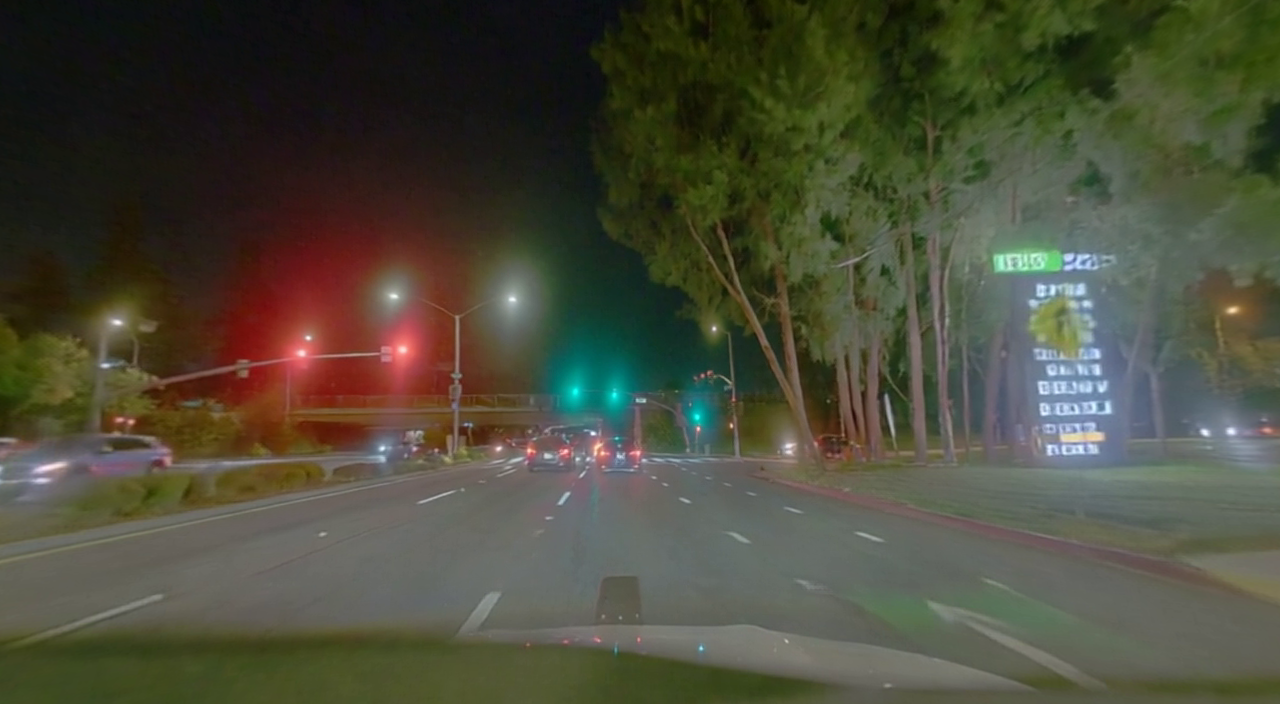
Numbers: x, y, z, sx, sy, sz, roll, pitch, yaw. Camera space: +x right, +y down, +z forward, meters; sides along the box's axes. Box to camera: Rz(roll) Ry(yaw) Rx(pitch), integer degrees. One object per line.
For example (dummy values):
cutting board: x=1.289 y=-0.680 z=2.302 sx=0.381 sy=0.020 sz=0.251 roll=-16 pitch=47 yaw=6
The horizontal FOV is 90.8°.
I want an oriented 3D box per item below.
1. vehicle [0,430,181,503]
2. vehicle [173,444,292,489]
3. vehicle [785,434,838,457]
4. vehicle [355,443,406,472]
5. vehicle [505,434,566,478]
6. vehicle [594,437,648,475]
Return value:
vehicle: x=-19.141 y=3.849 z=21.731 sx=2.655 sy=2.126 sz=5.813 roll=0 pitch=-9 yaw=-5
vehicle: x=-15.799 y=4.430 z=24.864 sx=1.968 sy=1.557 sz=4.650 roll=1 pitch=-9 yaw=-6
vehicle: x=13.022 y=7.089 z=47.770 sx=4.166 sy=1.622 sz=1.908 roll=8 pitch=-12 yaw=-43
vehicle: x=-17.803 y=7.256 z=43.542 sx=1.985 sy=1.537 sz=4.013 roll=-5 pitch=-6 yaw=-4
vehicle: x=-4.181 y=4.235 z=26.030 sx=2.057 sy=1.610 sz=4.891 roll=0 pitch=-9 yaw=-4
vehicle: x=-0.885 y=4.516 z=27.653 sx=2.176 sy=1.489 sz=4.518 roll=0 pitch=-9 yaw=-3
